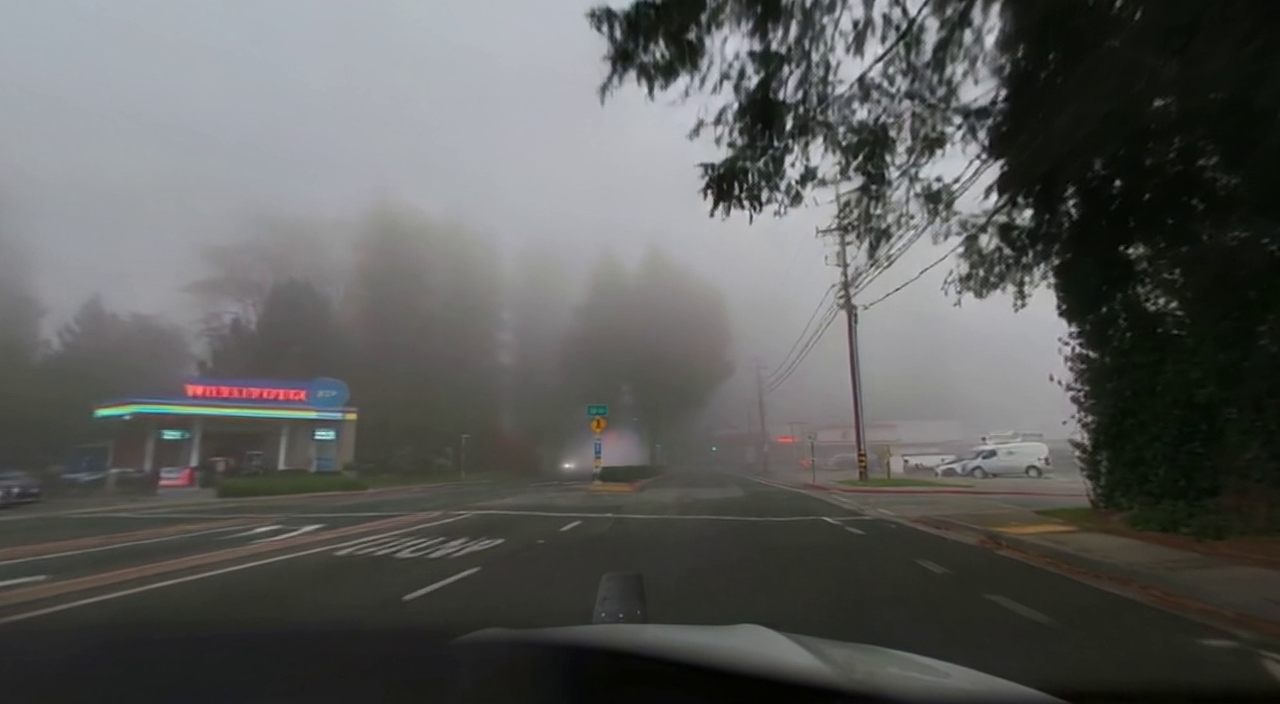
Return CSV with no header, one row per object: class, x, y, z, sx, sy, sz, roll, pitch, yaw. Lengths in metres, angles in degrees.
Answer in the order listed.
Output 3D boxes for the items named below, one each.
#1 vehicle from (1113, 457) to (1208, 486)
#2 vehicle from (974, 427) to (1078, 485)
vehicle,28.967,6.645,35.370,2.113,1.461,3.997,-1,-9,5
vehicle,21.336,5.748,35.344,2.642,2.930,5.826,-1,-9,7
